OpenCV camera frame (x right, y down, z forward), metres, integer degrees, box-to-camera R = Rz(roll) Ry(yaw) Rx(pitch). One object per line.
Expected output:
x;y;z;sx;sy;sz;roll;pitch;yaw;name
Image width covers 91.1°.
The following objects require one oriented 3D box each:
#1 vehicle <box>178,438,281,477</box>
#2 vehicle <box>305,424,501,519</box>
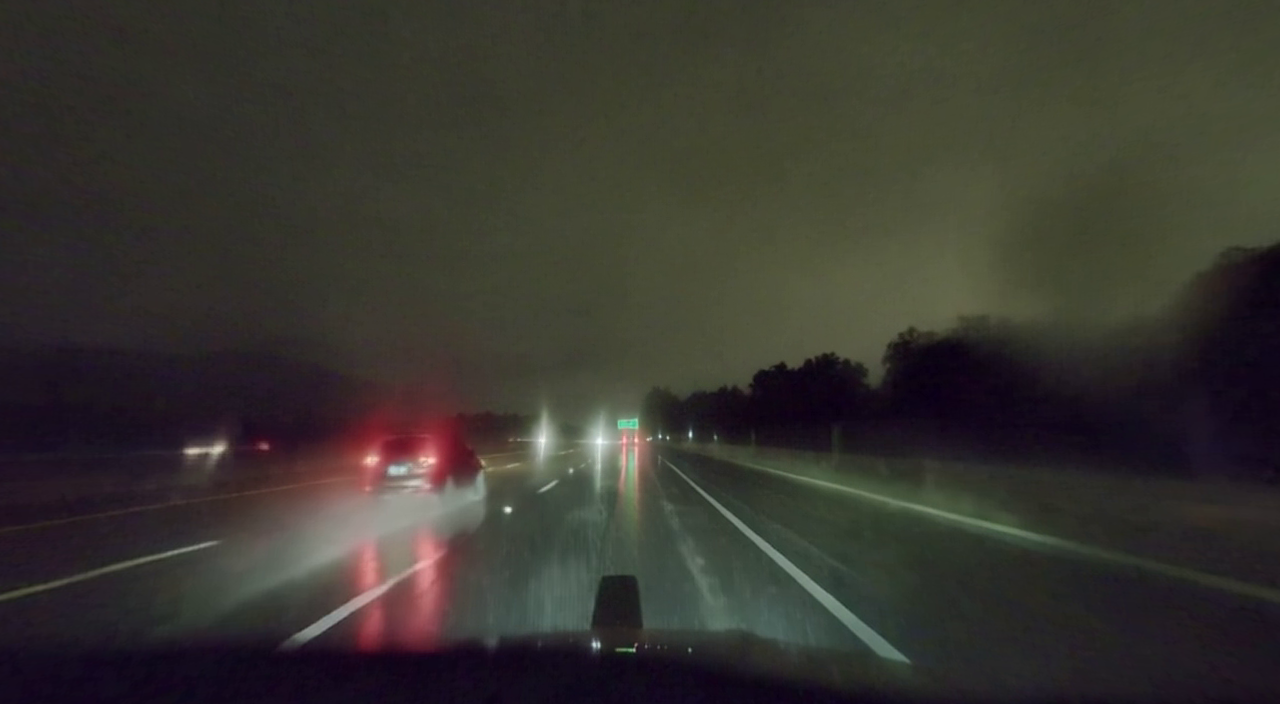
-16.652;4.249;25.726;1.710;1.445;3.666;0;-8;-1;vehicle
-4.551;2.356;13.112;2.129;1.588;4.980;0;-8;0;vehicle
